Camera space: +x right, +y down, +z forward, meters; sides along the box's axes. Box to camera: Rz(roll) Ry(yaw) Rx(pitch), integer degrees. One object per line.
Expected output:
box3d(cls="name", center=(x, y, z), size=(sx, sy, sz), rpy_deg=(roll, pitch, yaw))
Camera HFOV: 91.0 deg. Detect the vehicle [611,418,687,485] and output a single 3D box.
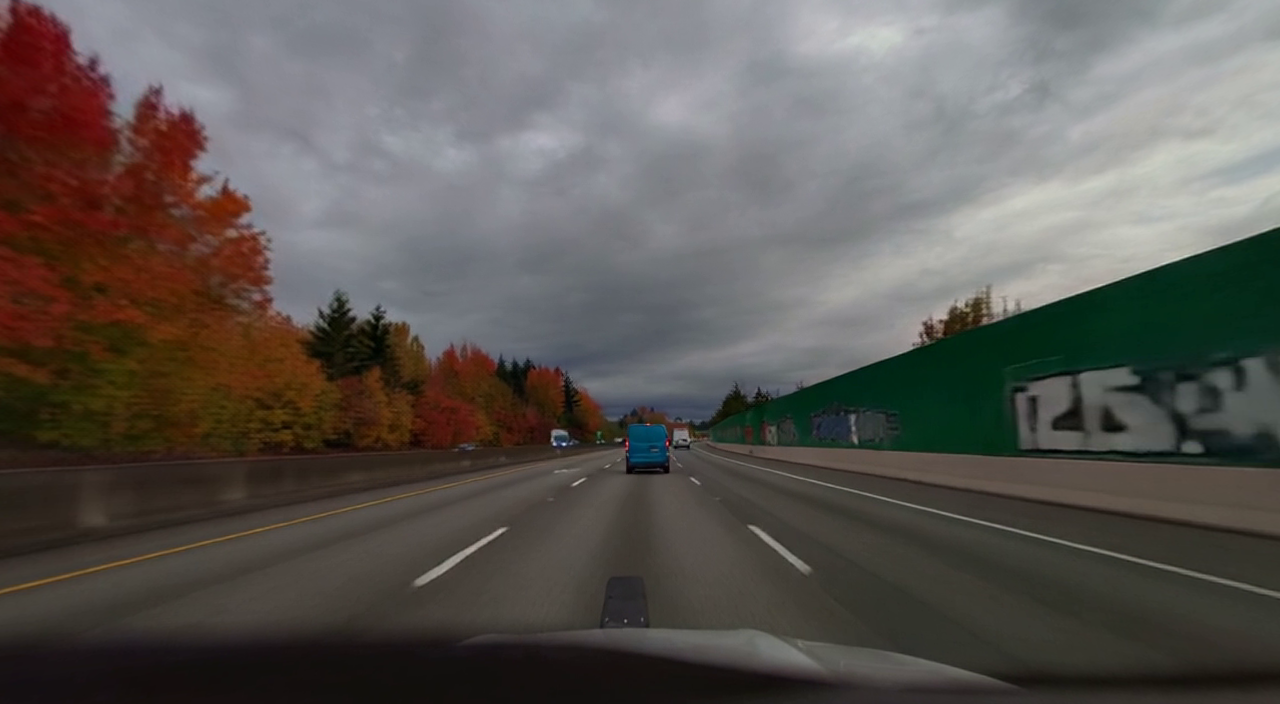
box3d(cls="vehicle", center=(0.254, 3.294, 21.032), size=(2.283, 1.956, 4.421), rpy_deg=(0, -8, 0))
